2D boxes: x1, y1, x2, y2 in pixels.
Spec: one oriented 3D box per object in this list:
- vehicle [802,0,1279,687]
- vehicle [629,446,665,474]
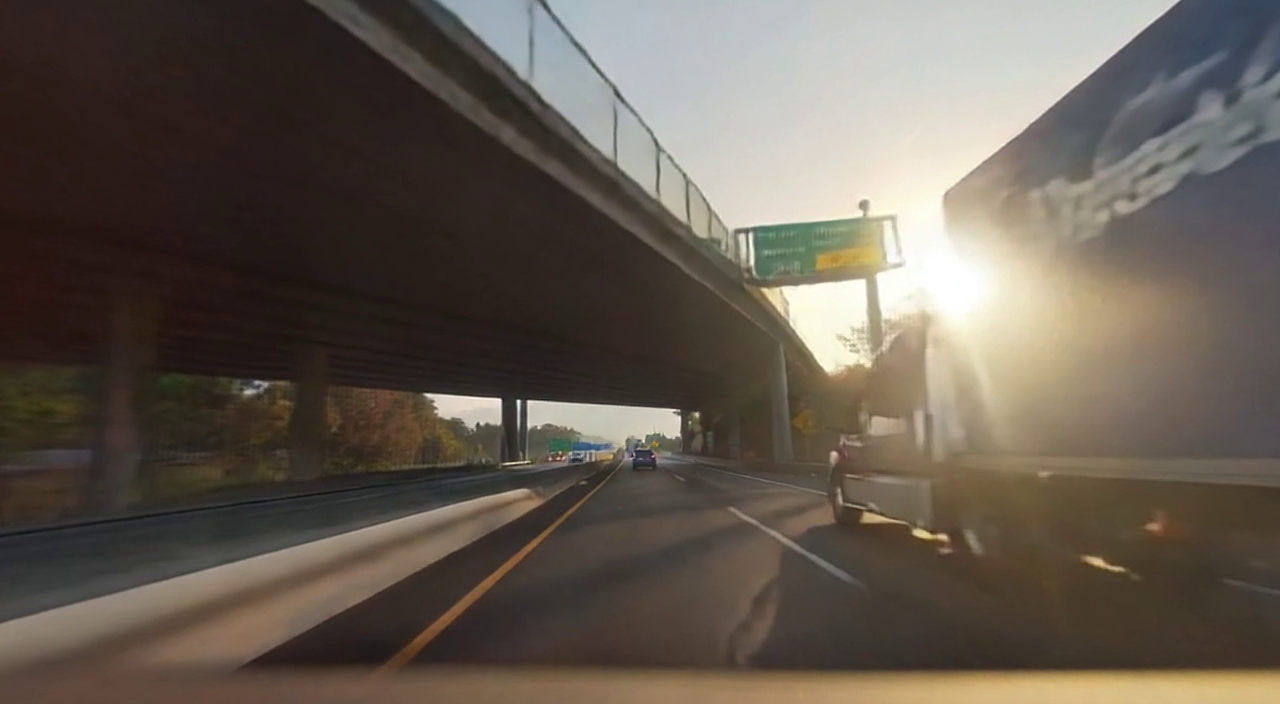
[{"bbox_3d":[4.870,-0.087,4.954,3.167,4.180,14.924,2,-9,0],"label":"vehicle"},{"bbox_3d":[0.419,6.958,40.501,2.160,1.691,4.243,0,-9,-1],"label":"vehicle"}]
